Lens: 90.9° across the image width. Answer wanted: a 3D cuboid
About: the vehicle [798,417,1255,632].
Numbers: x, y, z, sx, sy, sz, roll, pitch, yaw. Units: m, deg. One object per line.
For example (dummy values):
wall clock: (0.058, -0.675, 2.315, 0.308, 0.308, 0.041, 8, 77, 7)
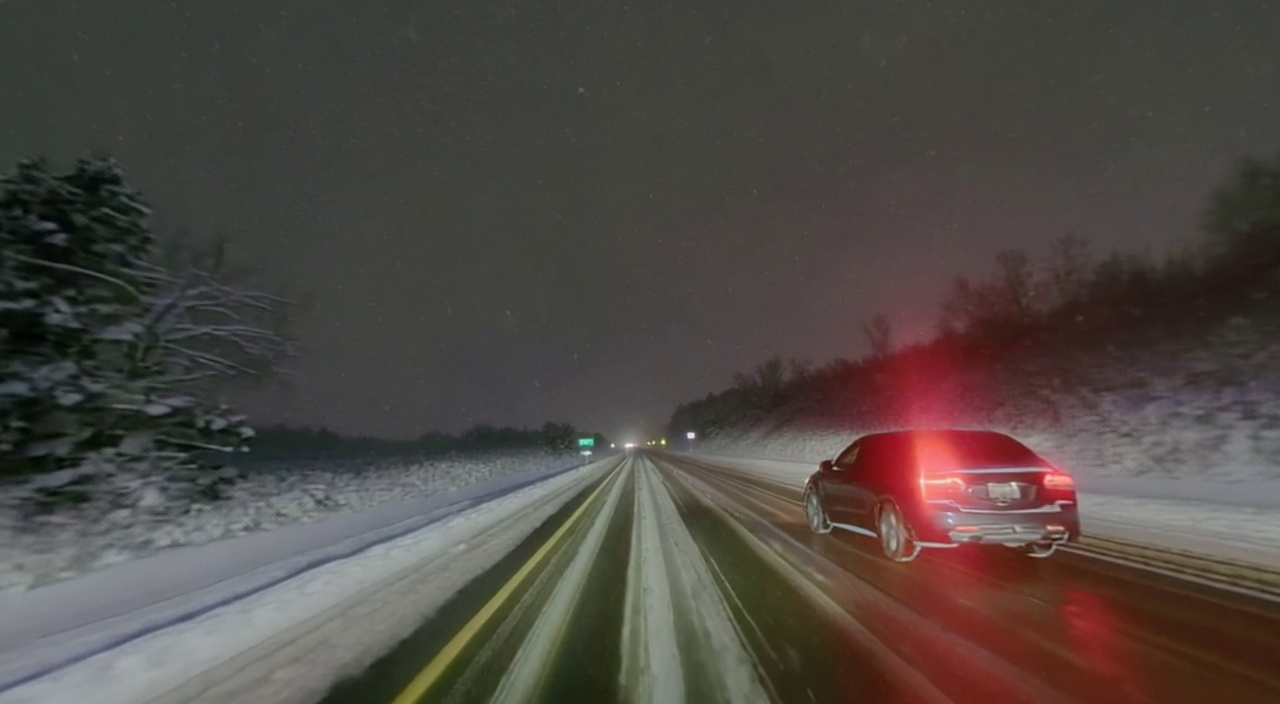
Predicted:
vehicle: (3.258, 1.535, 6.680, 2.003, 1.466, 4.441, 0, -8, 0)
